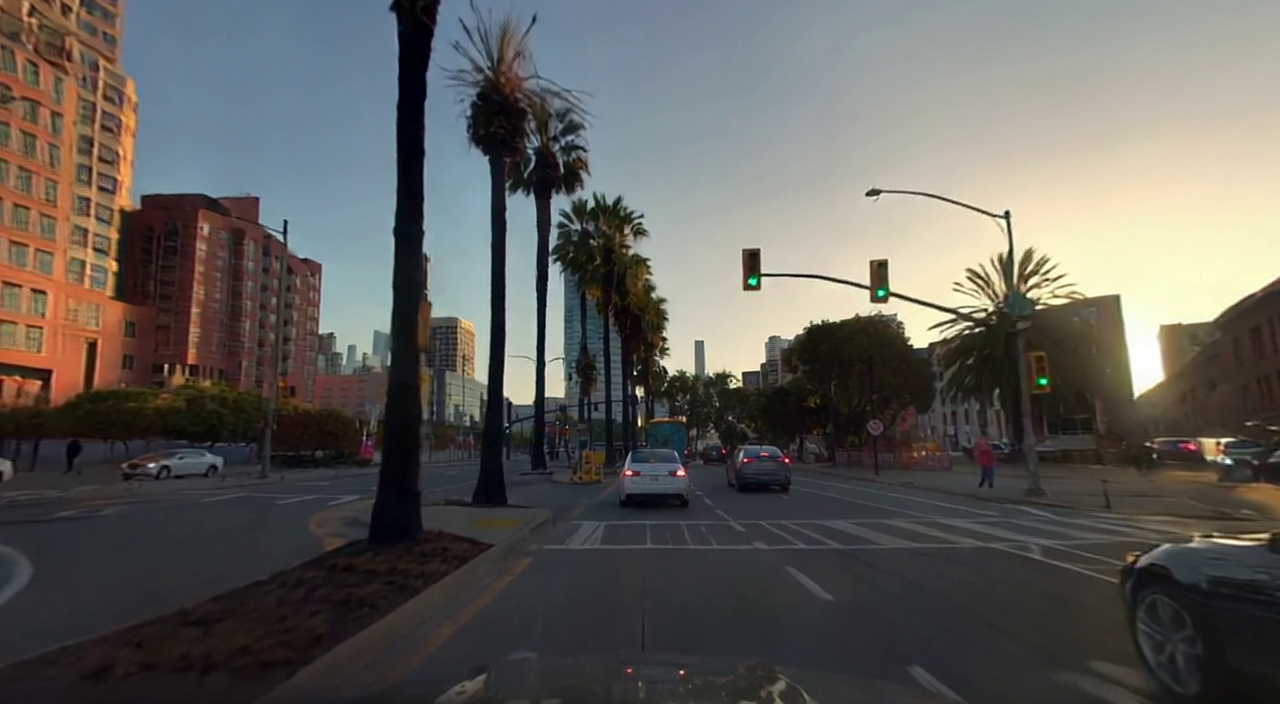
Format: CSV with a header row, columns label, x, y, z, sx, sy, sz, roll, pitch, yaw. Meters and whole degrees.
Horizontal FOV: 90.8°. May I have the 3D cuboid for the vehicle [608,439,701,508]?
label,x,y,z,sx,sy,sz,roll,pitch,yaw
vehicle,0.384,2.973,15.869,2.048,1.503,3.681,0,-8,2

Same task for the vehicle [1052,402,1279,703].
label,x,y,z,sx,sy,sz,roll,pitch,yaw
vehicle,3.557,0.834,1.734,1.920,1.490,4.417,0,-8,1

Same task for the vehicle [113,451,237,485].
label,x,y,z,sx,sy,sz,roll,pitch,yaw
vehicle,-22.154,5.512,30.371,1.809,1.472,4.601,-2,-9,13

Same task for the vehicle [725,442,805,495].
label,x,y,z,sx,sy,sz,roll,pitch,yaw
vehicle,3.883,3.661,20.229,1.909,1.500,3.524,0,-8,1
